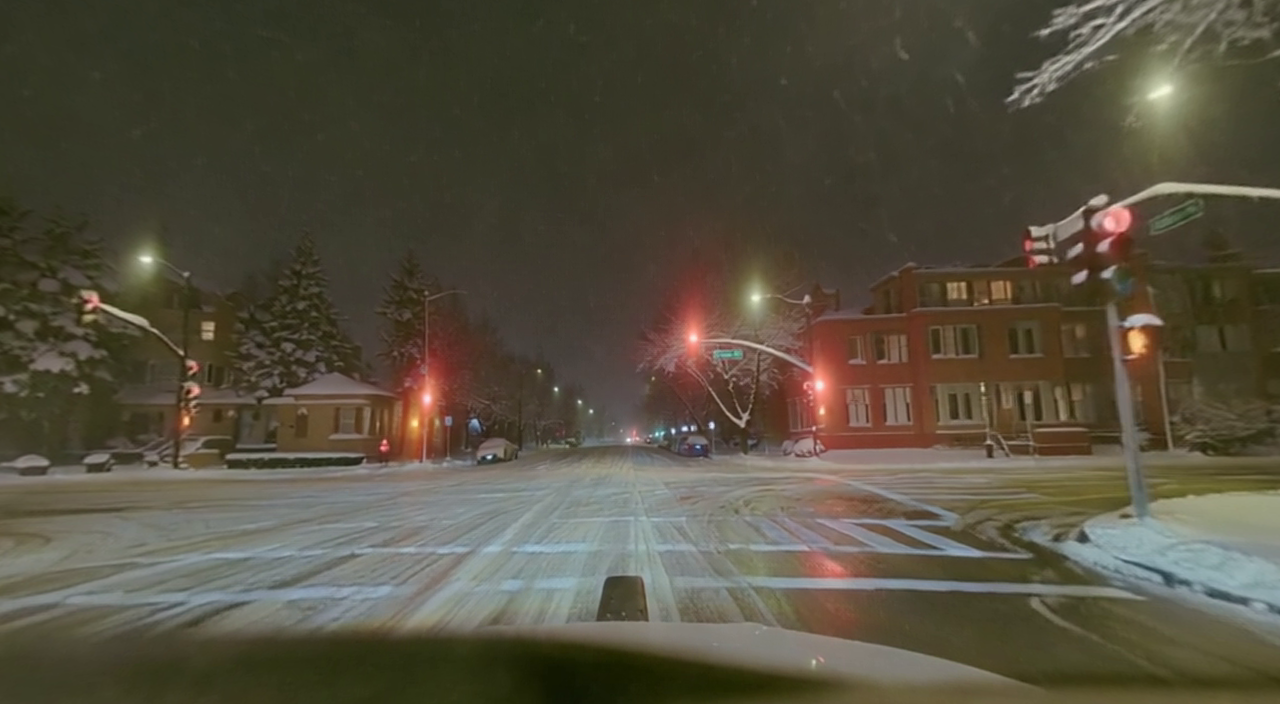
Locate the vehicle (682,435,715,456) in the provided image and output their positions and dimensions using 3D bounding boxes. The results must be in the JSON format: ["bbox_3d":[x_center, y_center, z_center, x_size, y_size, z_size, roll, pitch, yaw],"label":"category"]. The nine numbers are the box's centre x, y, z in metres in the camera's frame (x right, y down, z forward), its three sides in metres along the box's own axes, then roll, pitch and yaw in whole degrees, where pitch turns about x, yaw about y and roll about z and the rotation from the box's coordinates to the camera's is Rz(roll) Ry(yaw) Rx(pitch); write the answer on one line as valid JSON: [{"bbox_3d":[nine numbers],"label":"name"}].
[{"bbox_3d":[4.146,6.731,45.472,1.987,1.466,4.389,0,-8,1],"label":"vehicle"}]
